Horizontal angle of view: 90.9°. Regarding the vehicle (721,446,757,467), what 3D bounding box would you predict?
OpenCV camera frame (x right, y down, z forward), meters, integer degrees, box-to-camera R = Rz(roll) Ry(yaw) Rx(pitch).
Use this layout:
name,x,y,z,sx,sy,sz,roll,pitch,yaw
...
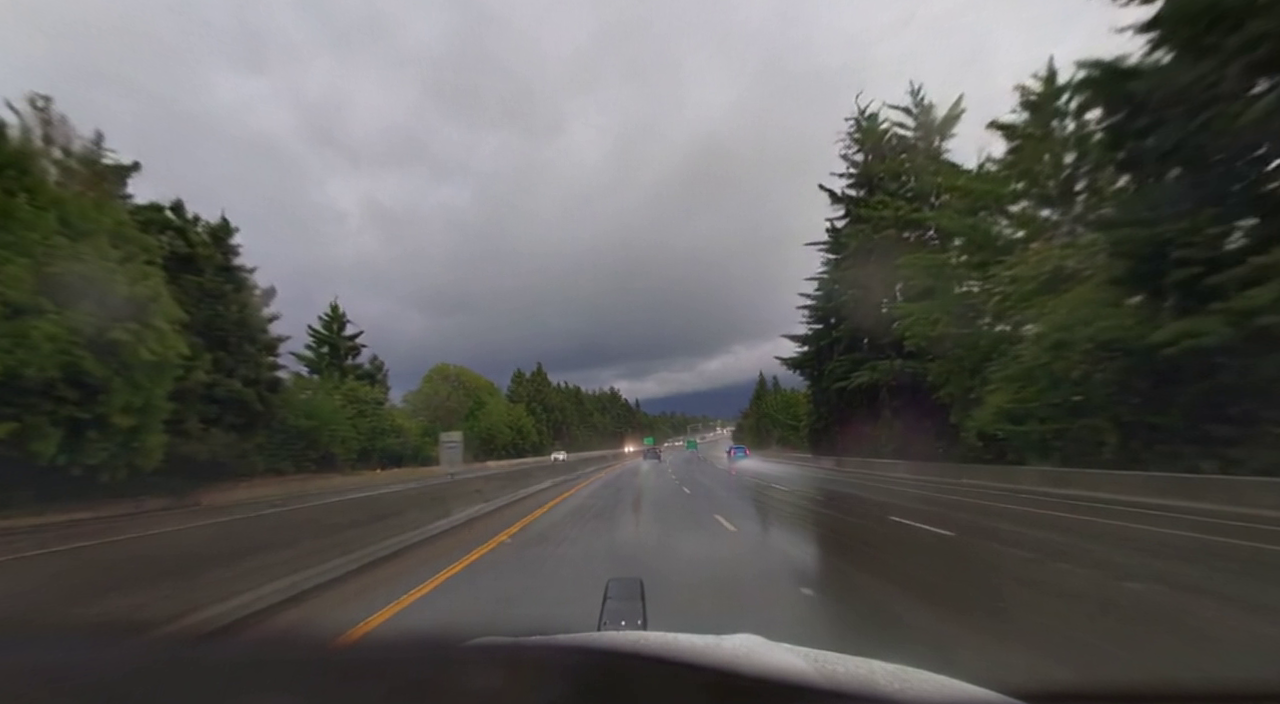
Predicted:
name,x,y,z,sx,sy,sz,roll,pitch,yaw
vehicle,7.794,8.285,49.833,2.175,1.574,3.943,0,-9,0
